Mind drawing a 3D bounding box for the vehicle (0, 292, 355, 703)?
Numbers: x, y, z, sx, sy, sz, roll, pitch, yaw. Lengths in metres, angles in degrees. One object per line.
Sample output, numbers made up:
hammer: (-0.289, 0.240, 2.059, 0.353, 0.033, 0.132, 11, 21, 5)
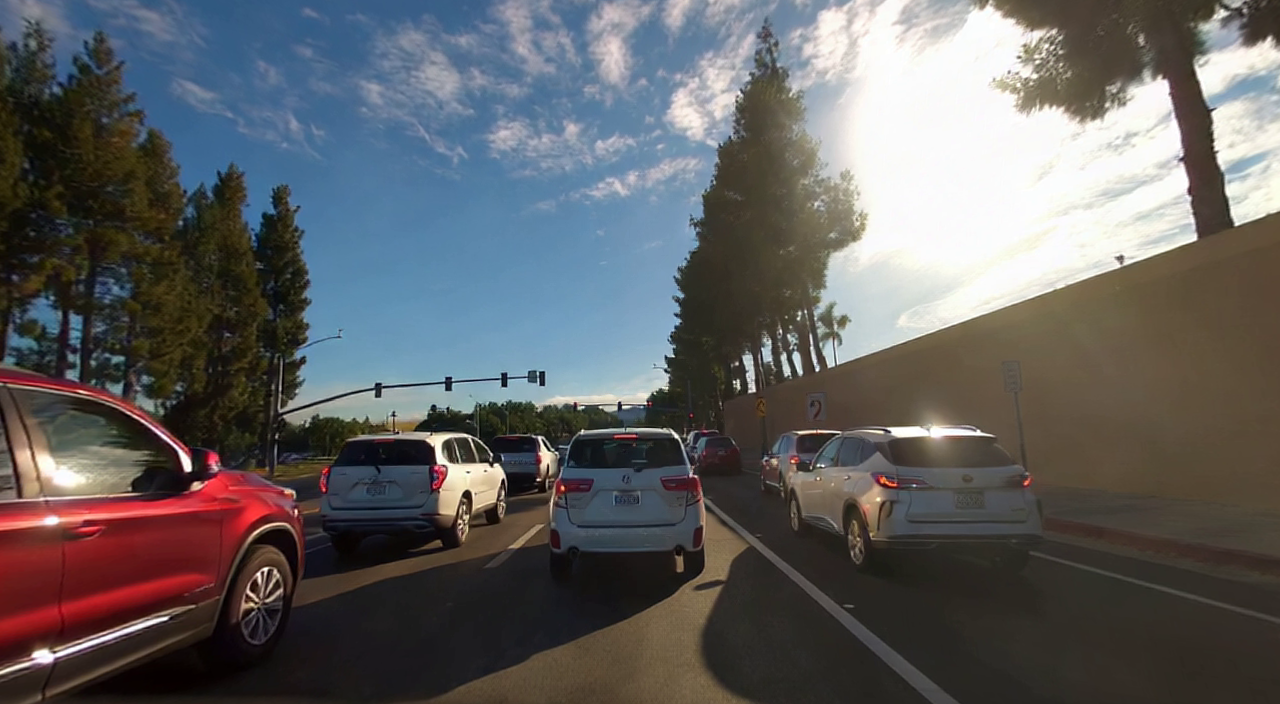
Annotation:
vehicle: (-3.511, 0.833, 3.117, 2.070, 1.913, 4.450, 0, -8, 0)

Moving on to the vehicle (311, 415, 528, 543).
vehicle: (-3.487, 2.108, 11.138, 2.067, 1.759, 4.631, 0, -8, 1)

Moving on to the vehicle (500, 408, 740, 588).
vehicle: (-0.157, 1.657, 7.947, 2.245, 1.677, 3.913, 0, -8, 1)

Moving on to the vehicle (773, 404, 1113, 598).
vehicle: (3.145, 1.632, 7.793, 2.029, 1.702, 4.281, 0, -8, 0)
